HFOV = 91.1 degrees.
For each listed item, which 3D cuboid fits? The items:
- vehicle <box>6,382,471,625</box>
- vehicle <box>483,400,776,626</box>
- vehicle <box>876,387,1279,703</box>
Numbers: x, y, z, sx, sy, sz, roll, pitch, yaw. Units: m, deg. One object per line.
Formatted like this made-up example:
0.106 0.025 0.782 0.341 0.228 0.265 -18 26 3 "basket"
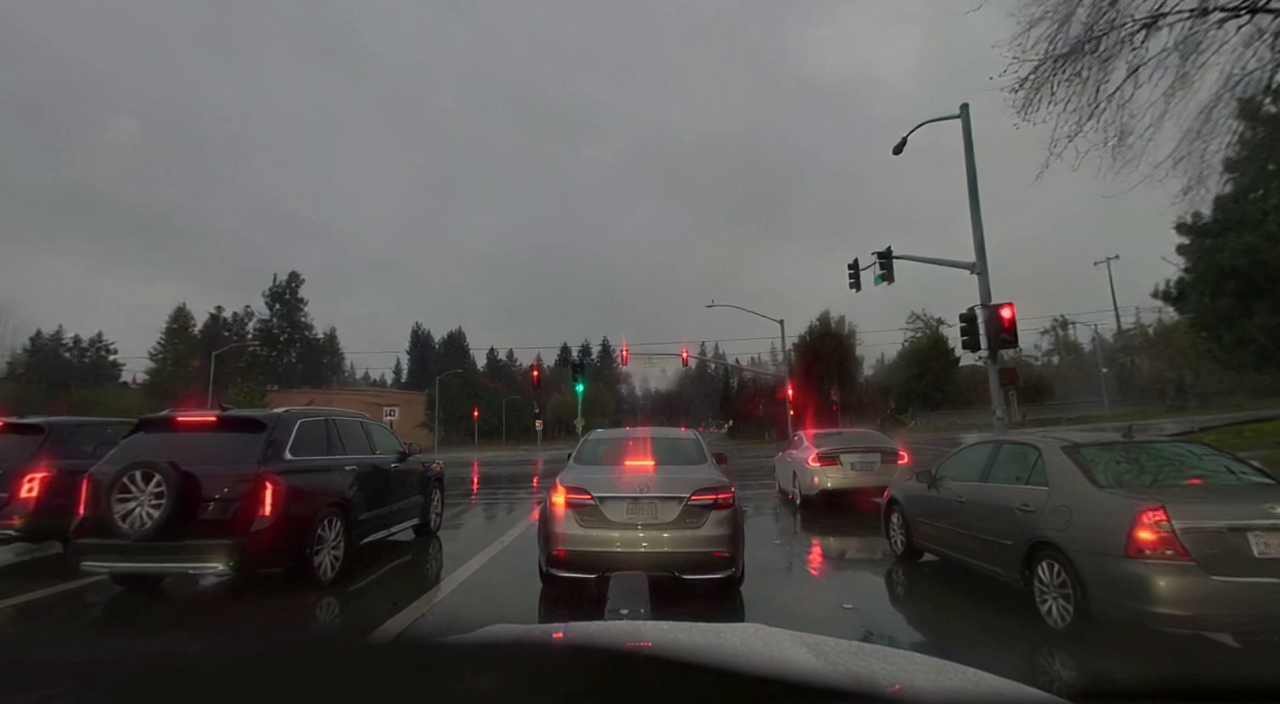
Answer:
-3.559 1.421 6.851 2.014 1.755 4.360 0 -8 3 "vehicle"
-0.055 1.400 6.305 2.047 1.579 3.642 0 -8 1 "vehicle"
3.584 1.202 4.606 2.010 1.486 4.498 0 -8 1 "vehicle"
